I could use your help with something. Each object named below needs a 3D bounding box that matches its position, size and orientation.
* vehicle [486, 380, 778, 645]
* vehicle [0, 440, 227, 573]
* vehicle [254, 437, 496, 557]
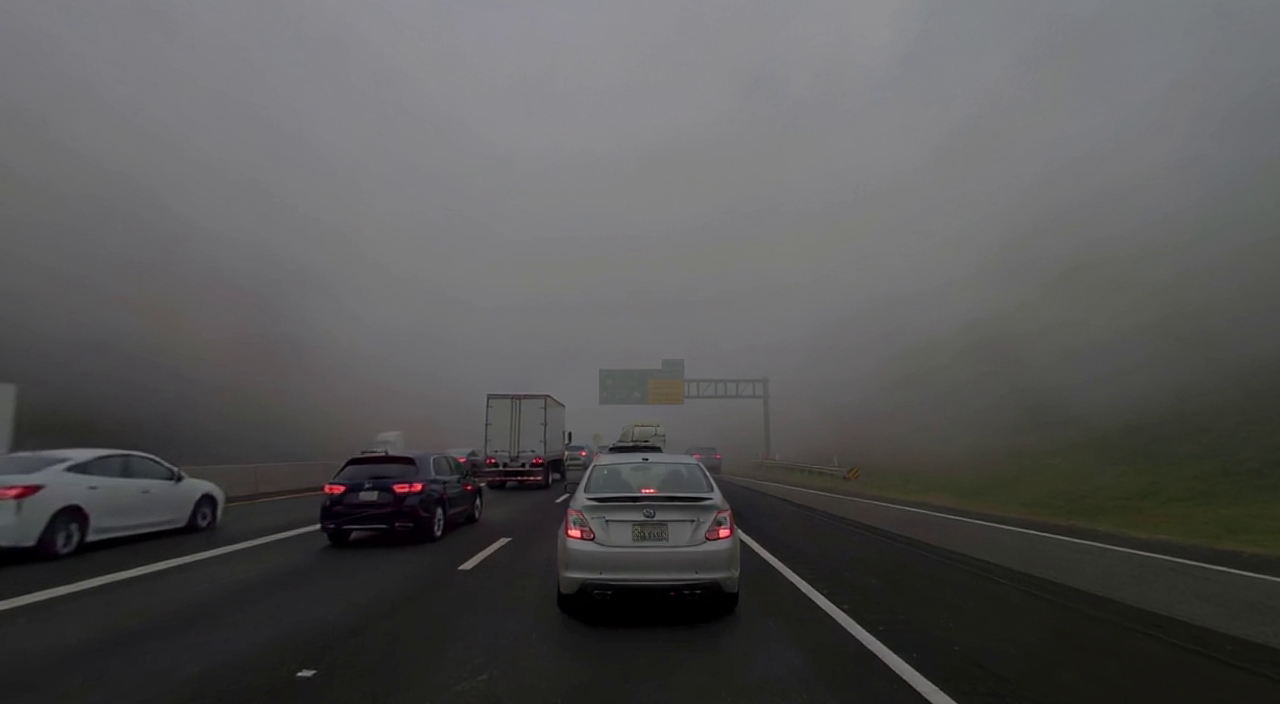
[{"bbox_3d":[-0.081,1.358,6.106,1.995,1.798,3.380,0,-9,-1],"label":"vehicle"},{"bbox_3d":[-8.097,1.968,8.564,1.874,1.470,4.576,0,-9,0],"label":"vehicle"},{"bbox_3d":[-3.909,2.207,10.345,1.986,1.501,4.407,-1,-9,1],"label":"vehicle"}]
